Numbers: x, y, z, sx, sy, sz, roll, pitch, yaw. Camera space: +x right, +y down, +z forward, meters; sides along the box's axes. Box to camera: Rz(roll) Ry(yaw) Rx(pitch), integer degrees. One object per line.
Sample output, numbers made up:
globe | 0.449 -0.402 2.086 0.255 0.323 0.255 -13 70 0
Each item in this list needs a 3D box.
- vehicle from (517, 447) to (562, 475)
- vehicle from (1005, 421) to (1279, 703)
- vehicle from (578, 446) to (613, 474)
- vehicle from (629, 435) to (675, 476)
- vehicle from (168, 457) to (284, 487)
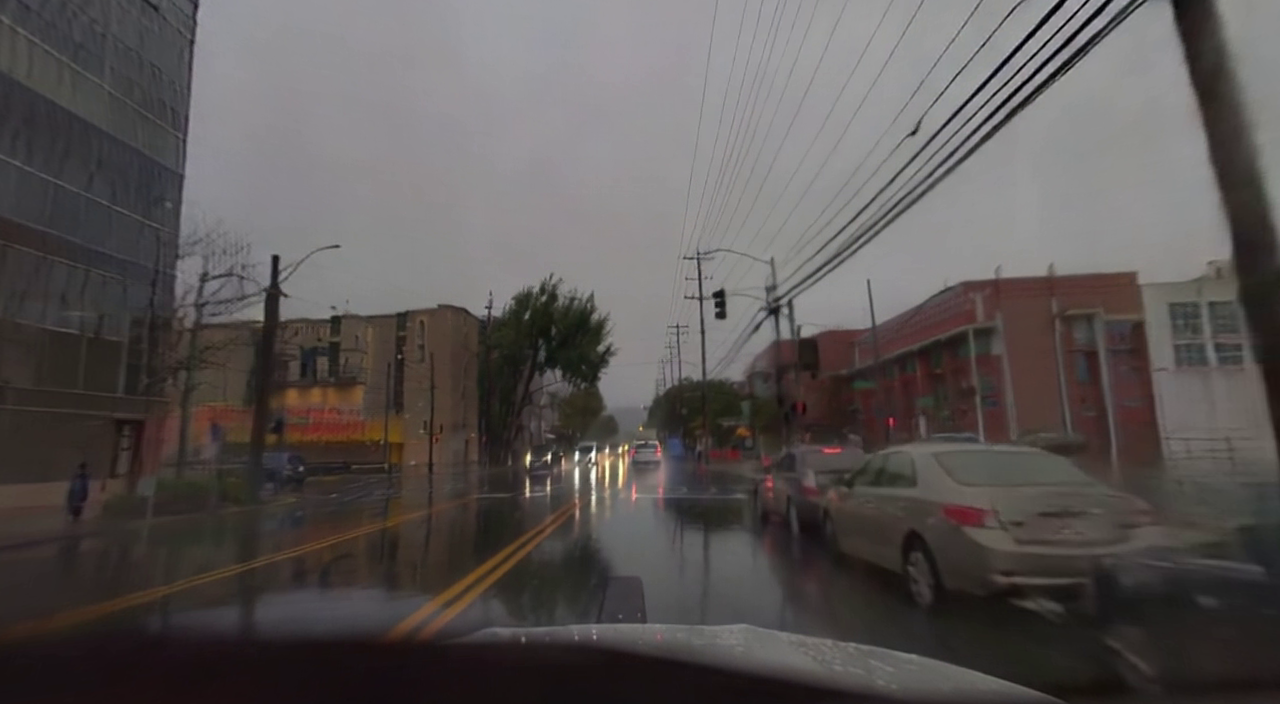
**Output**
vehicle | -6.115 6.686 39.018 2.089 1.578 4.571 0 -9 -1
vehicle | 3.319 0.907 1.692 2.018 1.474 4.524 0 -9 1
vehicle | -2.839 6.951 41.005 2.026 1.616 4.109 1 -8 -1
vehicle | 0.628 5.192 31.774 2.127 1.893 4.194 0 -9 2
vehicle | -20.904 6.068 32.040 4.477 1.439 1.966 0 -9 1
